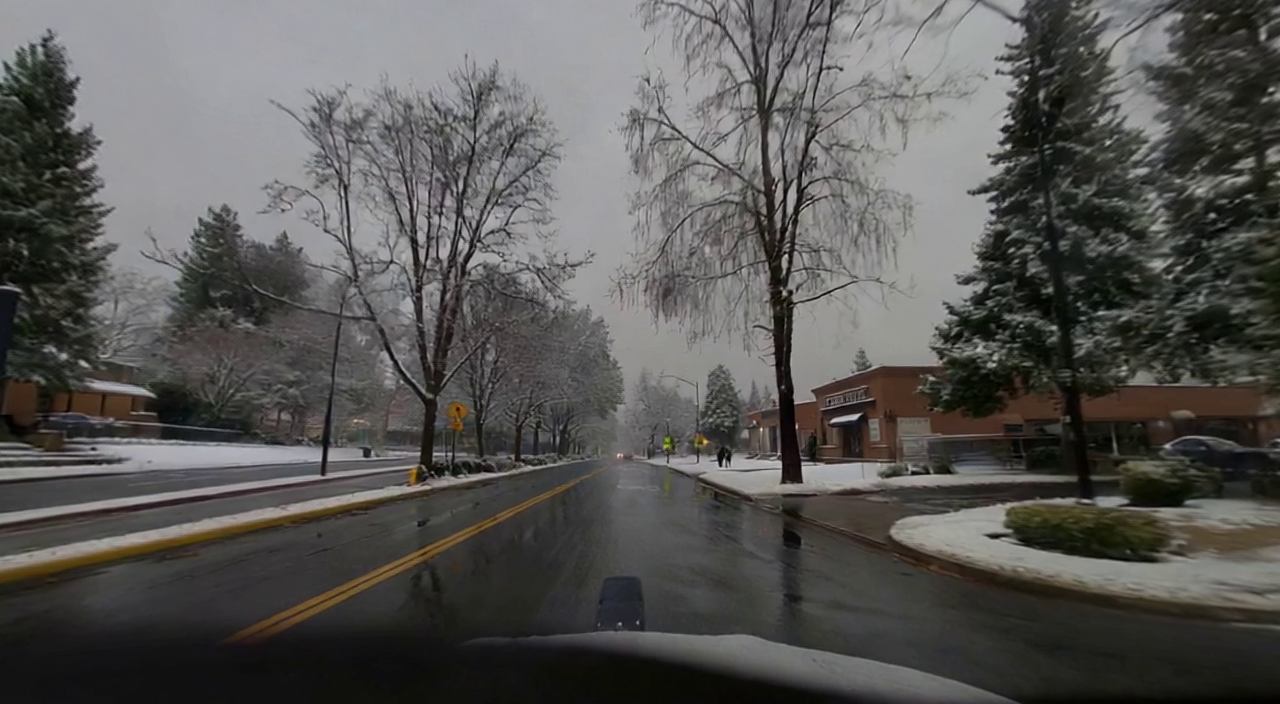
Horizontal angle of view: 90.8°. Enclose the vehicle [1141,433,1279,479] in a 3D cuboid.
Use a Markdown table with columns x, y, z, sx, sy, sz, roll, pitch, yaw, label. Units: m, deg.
| x | y | z | sx | sy | sz | roll | pitch | yaw | label |
| --- | --- | --- | --- | --- | --- | --- | --- | --- | --- |
| 20.922 | 3.695 | 22.653 | 2.095 | 1.466 | 4.764 | 0 | -9 | 2 | vehicle |
